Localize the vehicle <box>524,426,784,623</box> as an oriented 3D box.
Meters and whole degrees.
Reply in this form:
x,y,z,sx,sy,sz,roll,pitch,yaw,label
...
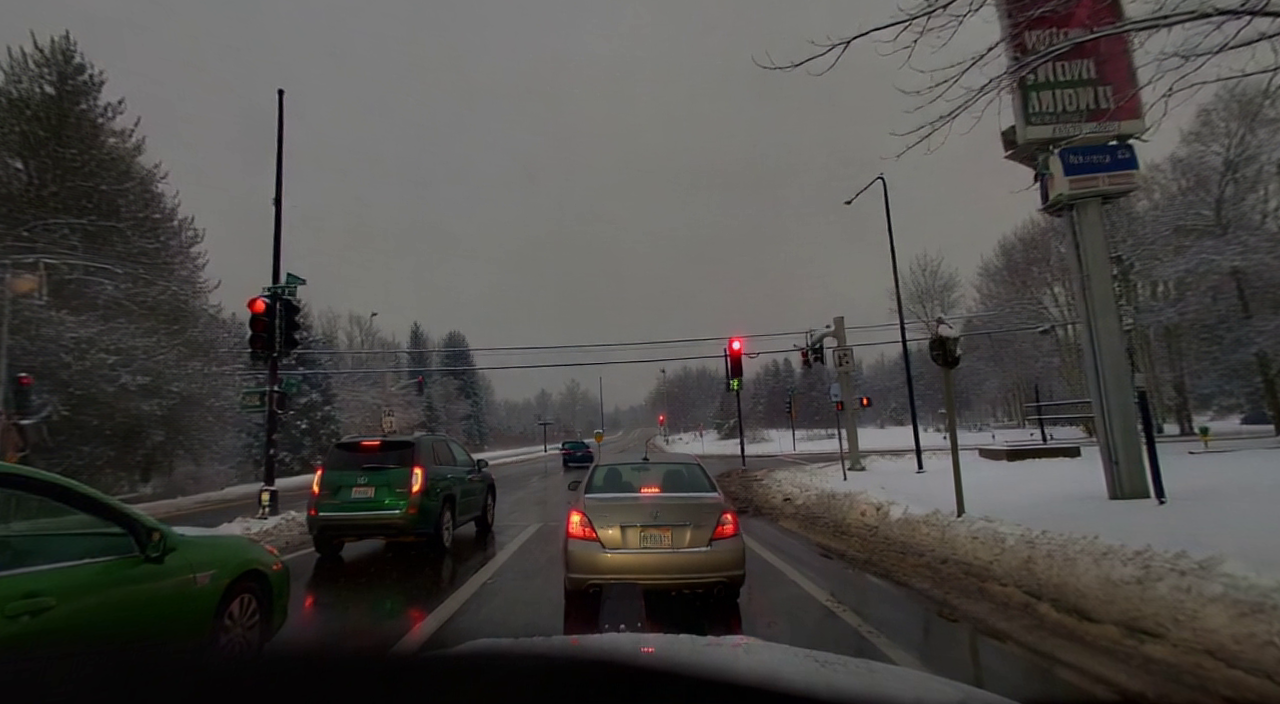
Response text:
x,y,z,sx,sy,sz,roll,pitch,yaw,label
0.039,1.584,6.617,1.977,1.467,3.474,0,-9,-2,vehicle

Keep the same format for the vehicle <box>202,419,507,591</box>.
x,y,z,sx,sy,sz,roll,pitch,yaw,label
-3.174,1.784,8.136,1.950,1.628,4.082,-1,-9,1,vehicle

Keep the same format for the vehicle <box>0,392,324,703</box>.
x,y,z,sx,sy,sz,roll,pitch,yaw,label
-3.154,0.946,2.422,1.808,1.520,3.846,-1,-9,1,vehicle
